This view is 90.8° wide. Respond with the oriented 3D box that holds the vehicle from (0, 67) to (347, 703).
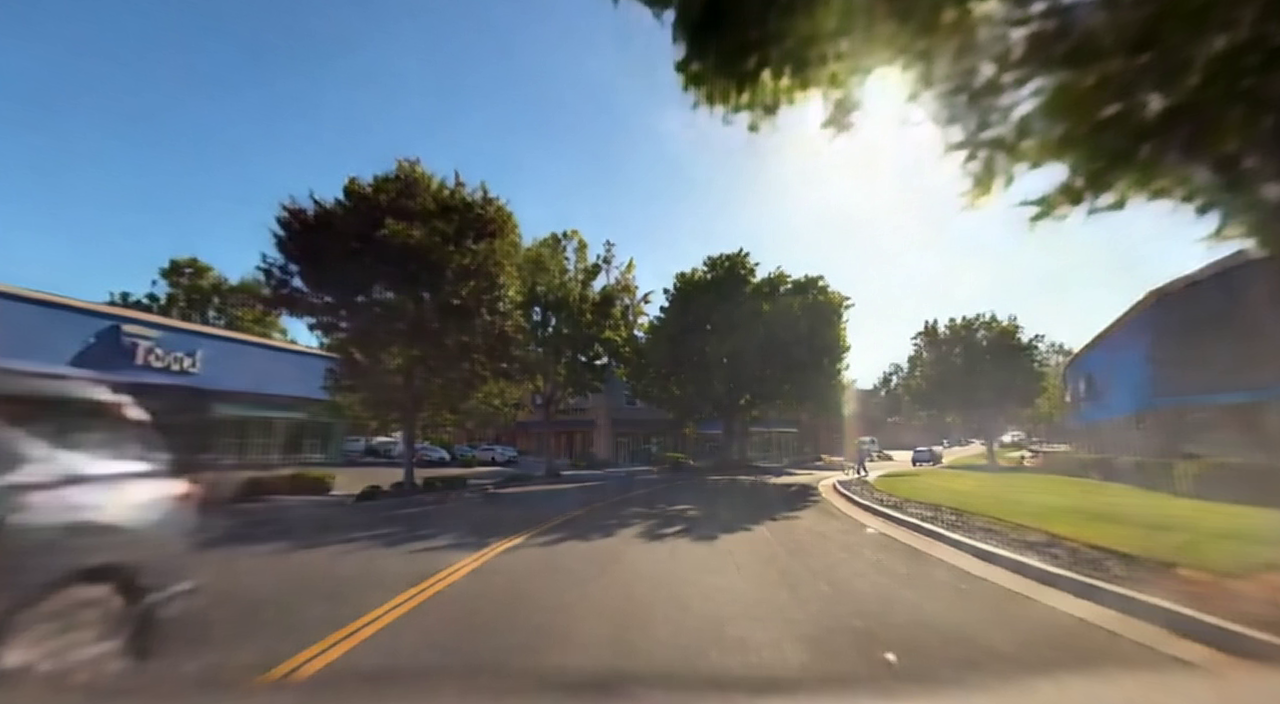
[{"bbox_3d":[-3.775,0.218,1.704,2.489,2.884,6.940,-1,-9,1],"label":"vehicle"}]
